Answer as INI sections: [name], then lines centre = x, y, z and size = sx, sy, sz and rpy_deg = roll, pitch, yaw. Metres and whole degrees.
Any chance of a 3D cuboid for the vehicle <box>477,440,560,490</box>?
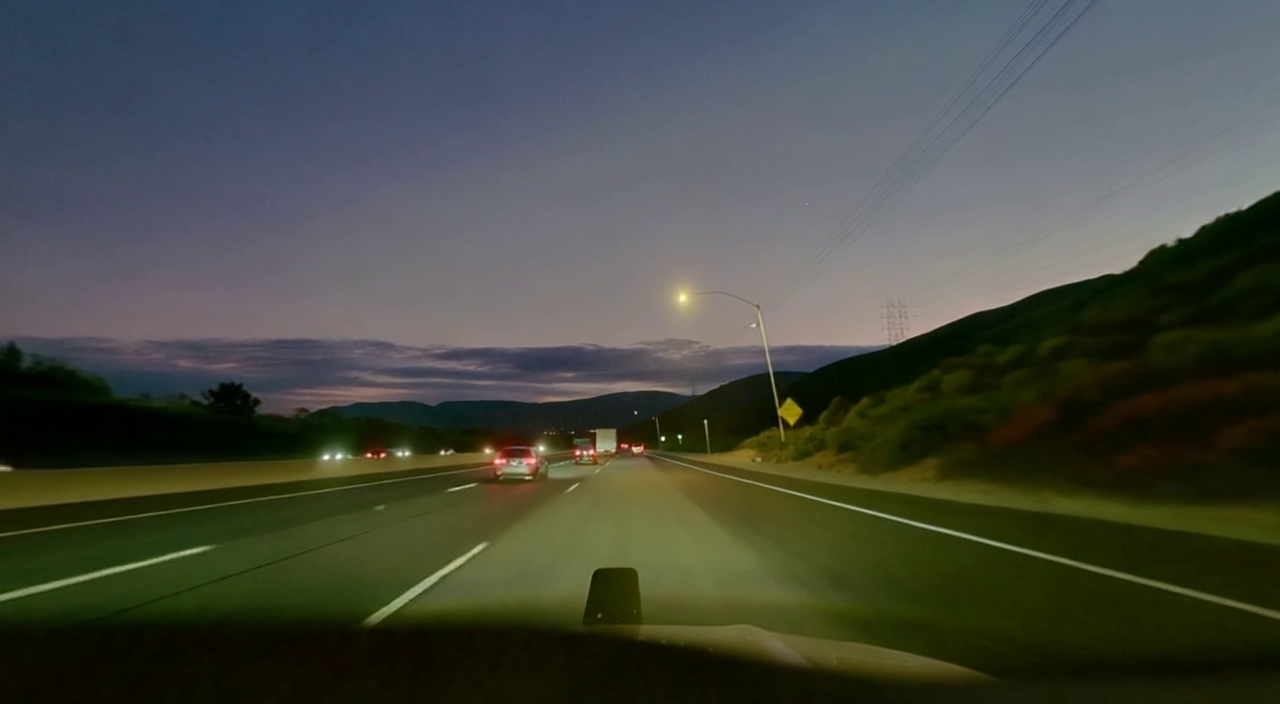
[vehicle]
centre = -4.053, 3.854, 21.879
size = 1.963, 1.533, 4.477
rpy_deg = 0, -9, 0
